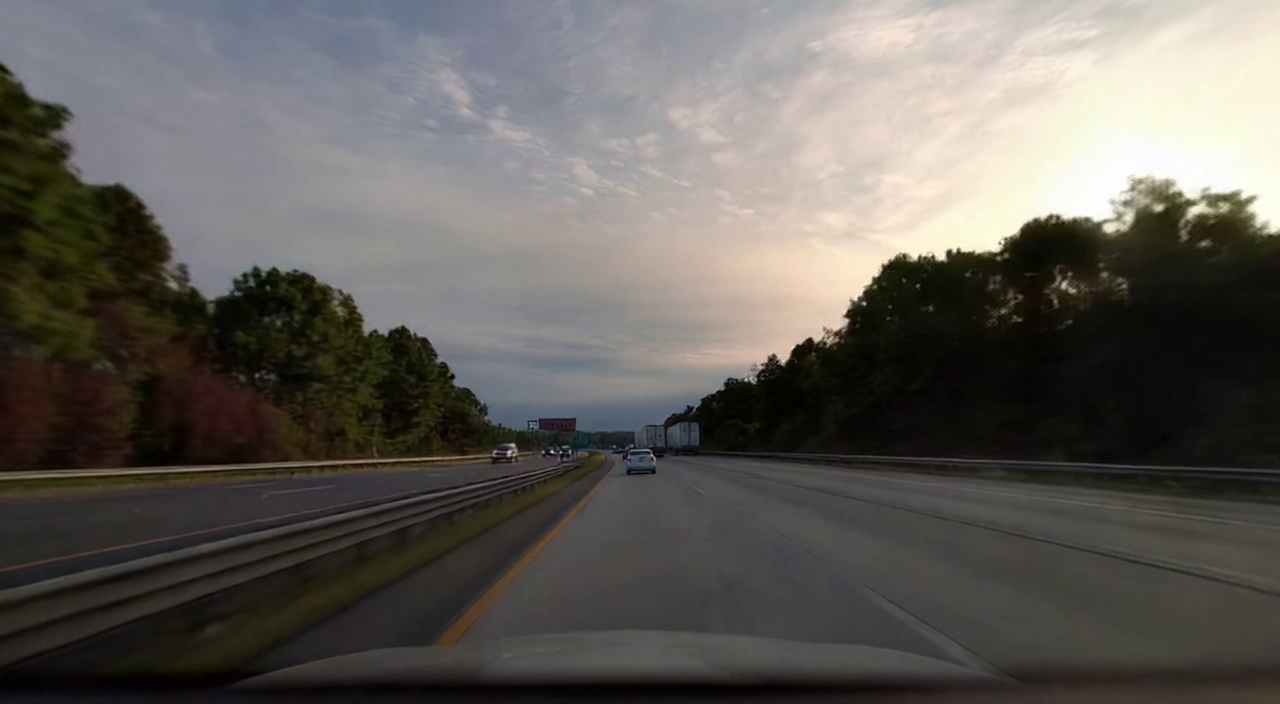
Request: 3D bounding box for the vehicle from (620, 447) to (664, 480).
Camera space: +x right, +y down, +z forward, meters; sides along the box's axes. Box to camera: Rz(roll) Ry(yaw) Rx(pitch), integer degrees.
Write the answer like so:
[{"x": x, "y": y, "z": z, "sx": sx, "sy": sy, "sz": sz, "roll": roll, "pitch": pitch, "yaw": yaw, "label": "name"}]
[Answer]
[{"x": 0.076, "y": 5.481, "z": 31.338, "sx": 2.069, "sy": 1.523, "sz": 4.012, "roll": 0, "pitch": -9, "yaw": 0, "label": "vehicle"}]
